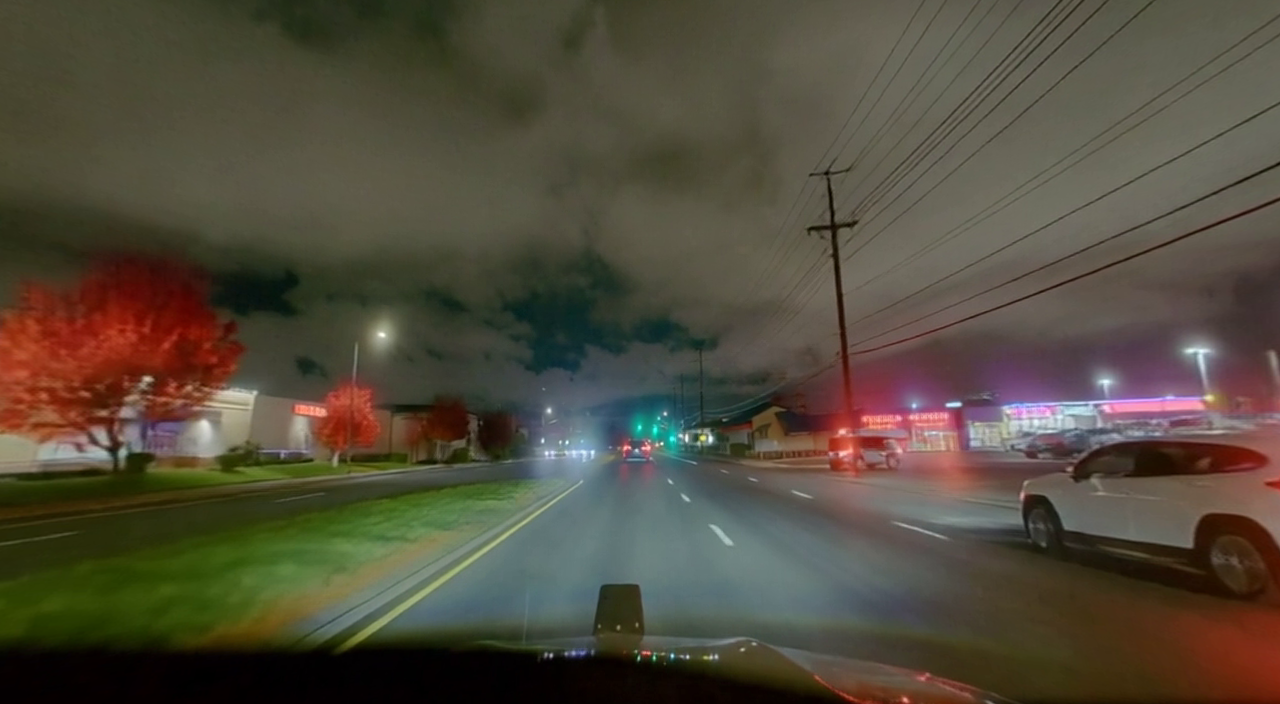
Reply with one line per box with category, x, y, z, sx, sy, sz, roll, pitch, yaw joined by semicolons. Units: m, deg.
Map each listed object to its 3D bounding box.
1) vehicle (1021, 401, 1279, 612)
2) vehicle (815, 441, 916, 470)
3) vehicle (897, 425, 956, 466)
vehicle;6.206;1.427;6.280;1.995;1.705;4.434;0;-9;-1
vehicle;14.534;6.646;40.826;5.733;1.610;2.253;0;-8;-11
vehicle;19.133;6.220;42.198;2.918;2.614;1.930;3;-9;-18
